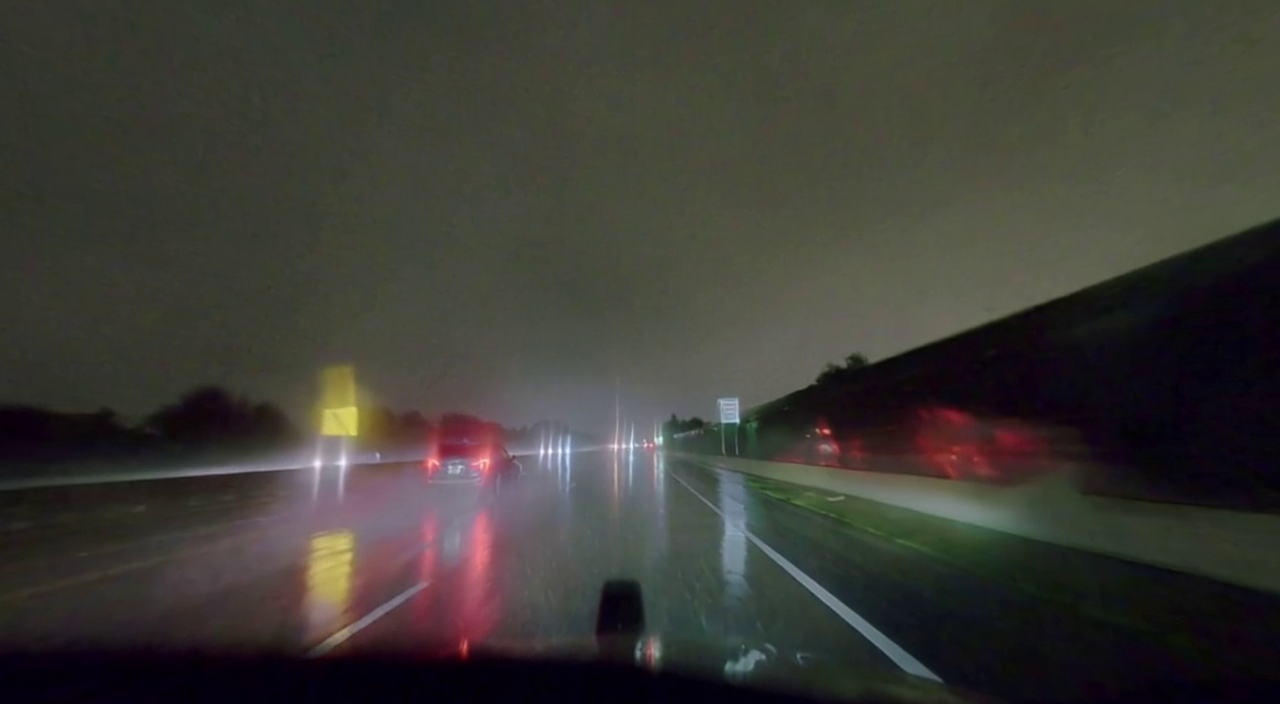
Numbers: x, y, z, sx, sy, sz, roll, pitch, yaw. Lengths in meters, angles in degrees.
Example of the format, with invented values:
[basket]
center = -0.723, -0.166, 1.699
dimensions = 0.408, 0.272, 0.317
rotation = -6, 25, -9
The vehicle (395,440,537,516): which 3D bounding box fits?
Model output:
[vehicle]
center = -4.029, 3.010, 15.556
dimensions = 2.118, 1.562, 4.541
rotation = 0, -9, 1
